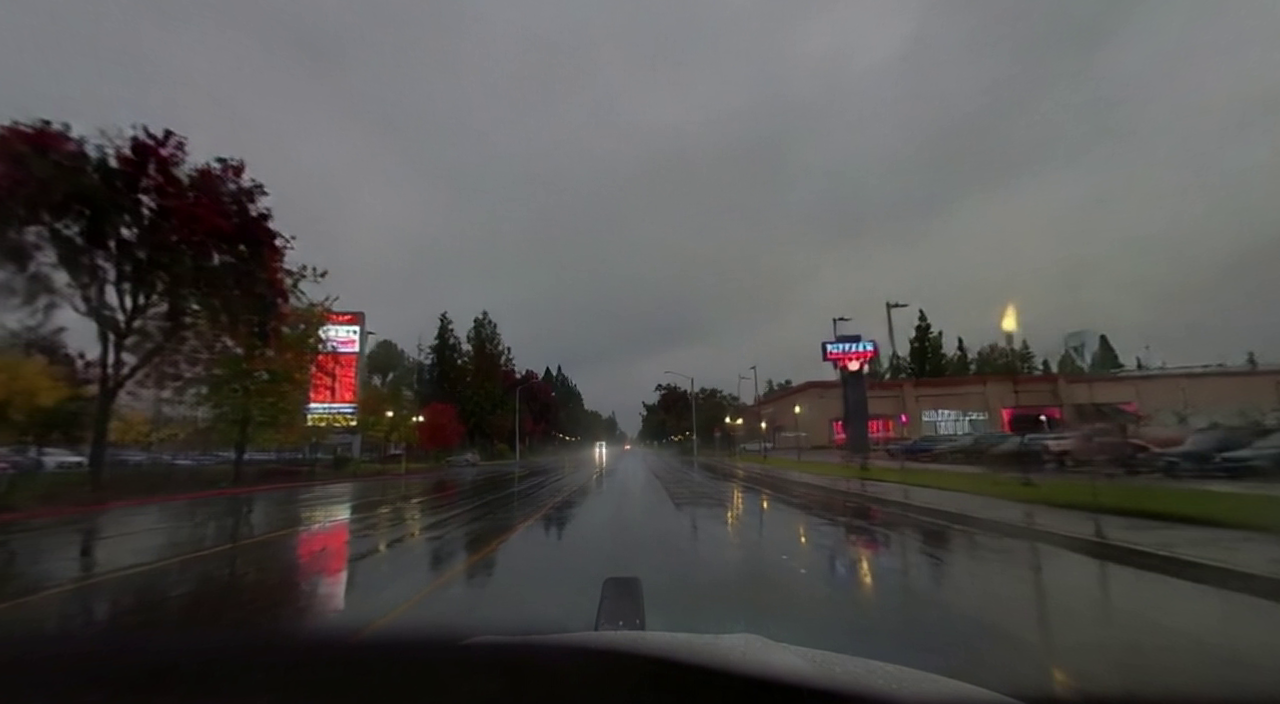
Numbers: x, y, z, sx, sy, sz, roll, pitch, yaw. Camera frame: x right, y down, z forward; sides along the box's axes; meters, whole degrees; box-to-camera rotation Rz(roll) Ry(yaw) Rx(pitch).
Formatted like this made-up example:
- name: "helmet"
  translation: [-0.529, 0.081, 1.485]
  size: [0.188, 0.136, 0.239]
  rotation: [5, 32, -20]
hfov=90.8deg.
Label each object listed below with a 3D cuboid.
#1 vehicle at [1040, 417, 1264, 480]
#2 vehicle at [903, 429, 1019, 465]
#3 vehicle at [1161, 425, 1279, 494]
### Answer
- name: "vehicle"
  translation: [15.863, 3.030, 19.881]
  size: [4.894, 1.824, 2.309]
  rotation: [-1, -8, 3]
- name: "vehicle"
  translation: [16.060, 4.773, 31.823]
  size: [4.656, 1.748, 2.059]
  rotation: [0, -8, 1]
- name: "vehicle"
  translation: [15.971, 2.588, 15.358]
  size: [4.544, 1.541, 2.292]
  rotation: [0, -8, 1]
